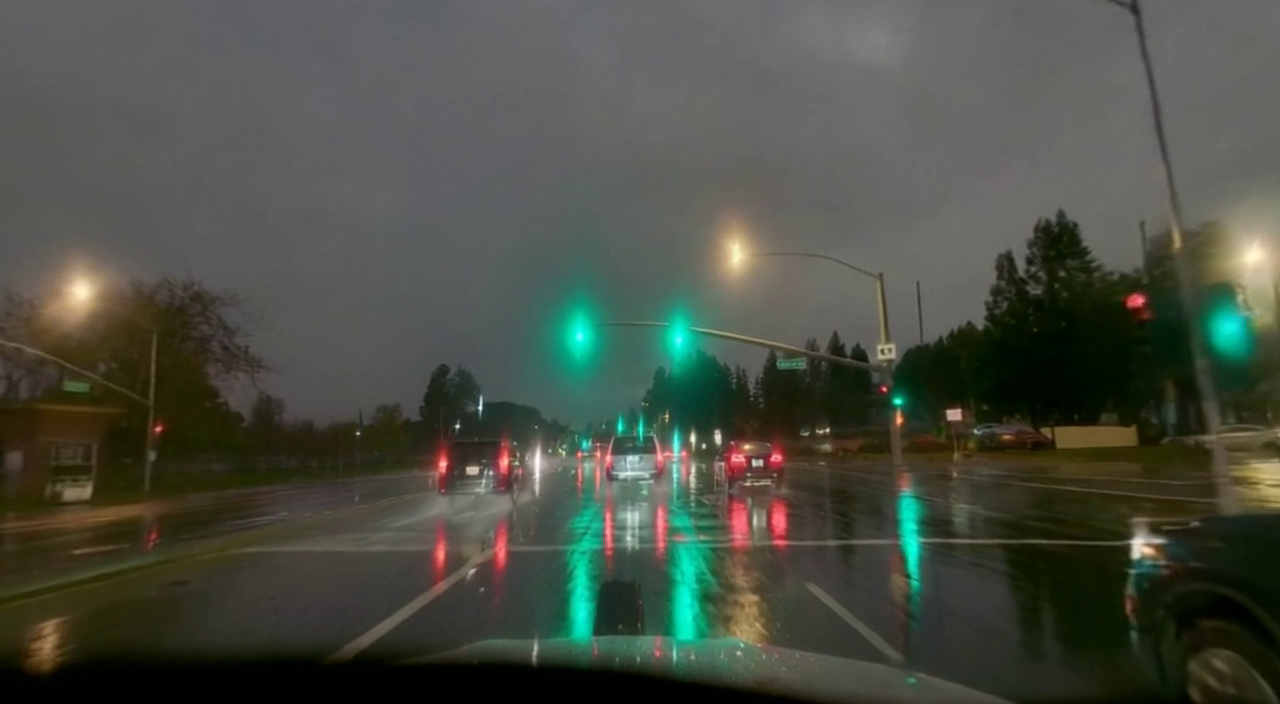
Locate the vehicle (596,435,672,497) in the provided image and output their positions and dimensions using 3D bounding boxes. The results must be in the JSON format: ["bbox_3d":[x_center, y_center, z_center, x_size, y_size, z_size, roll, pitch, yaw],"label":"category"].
[{"bbox_3d":[-0.164,3.552,20.109,2.150,1.725,4.096,0,-8,0],"label":"vehicle"}]

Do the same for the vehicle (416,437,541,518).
[{"bbox_3d":[-3.578,2.836,14.821,1.823,1.602,4.061,-1,-8,1],"label":"vehicle"}]

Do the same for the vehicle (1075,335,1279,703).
[{"bbox_3d":[3.250,0.554,0.758,2.069,1.644,4.714,0,-8,0],"label":"vehicle"}]

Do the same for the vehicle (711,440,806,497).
[{"bbox_3d":[3.464,3.486,19.305,2.068,1.541,4.041,0,-8,-1],"label":"vehicle"}]

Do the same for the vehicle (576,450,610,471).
[{"bbox_3d":[-3.511,8.168,47.764,2.163,1.488,4.511,-1,-8,1],"label":"vehicle"}]
